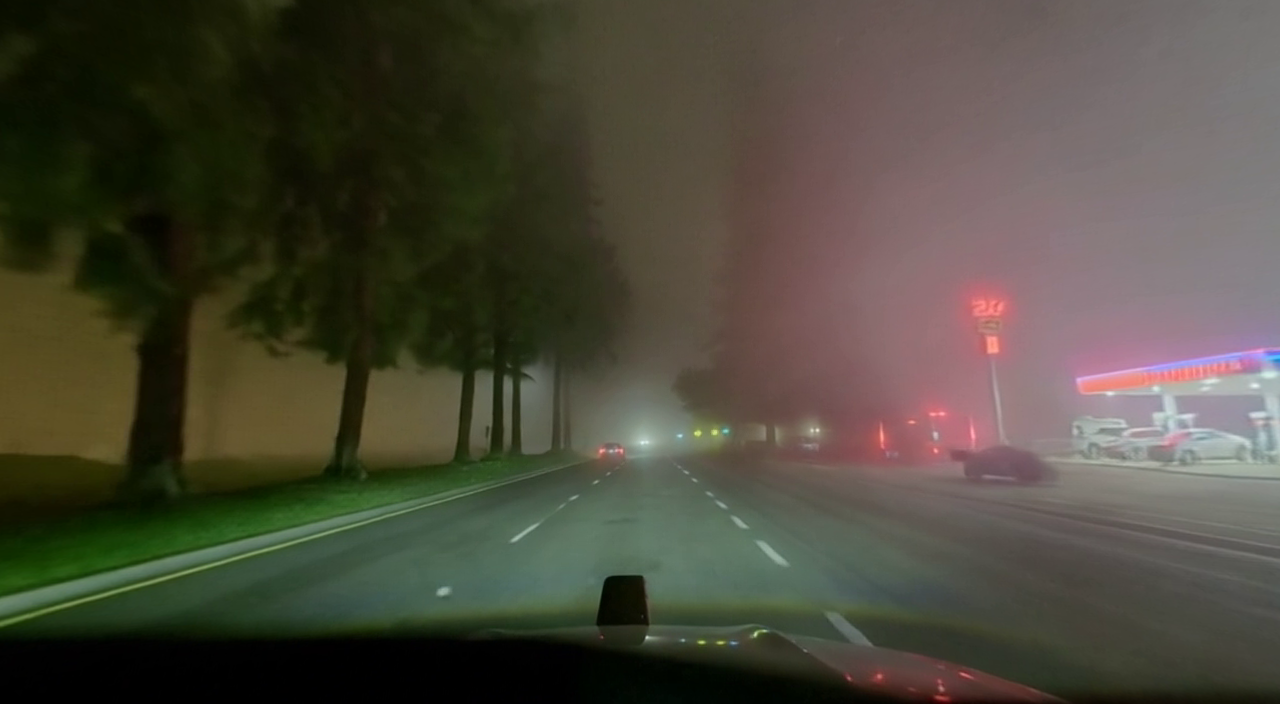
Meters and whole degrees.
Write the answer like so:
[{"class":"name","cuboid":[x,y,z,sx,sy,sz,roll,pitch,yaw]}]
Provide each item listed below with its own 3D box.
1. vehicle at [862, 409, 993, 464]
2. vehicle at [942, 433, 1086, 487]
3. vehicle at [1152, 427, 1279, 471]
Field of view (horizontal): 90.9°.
[{"class":"vehicle","cuboid":[15.211,4.504,33.638,5.820,2.752,2.234,0,-8,-1]},{"class":"vehicle","cuboid":[11.682,3.385,20.117,1.967,1.500,4.353,-1,-8,1]},{"class":"vehicle","cuboid":[21.348,3.541,23.265,4.674,1.471,1.954,4,-9,-28]}]
